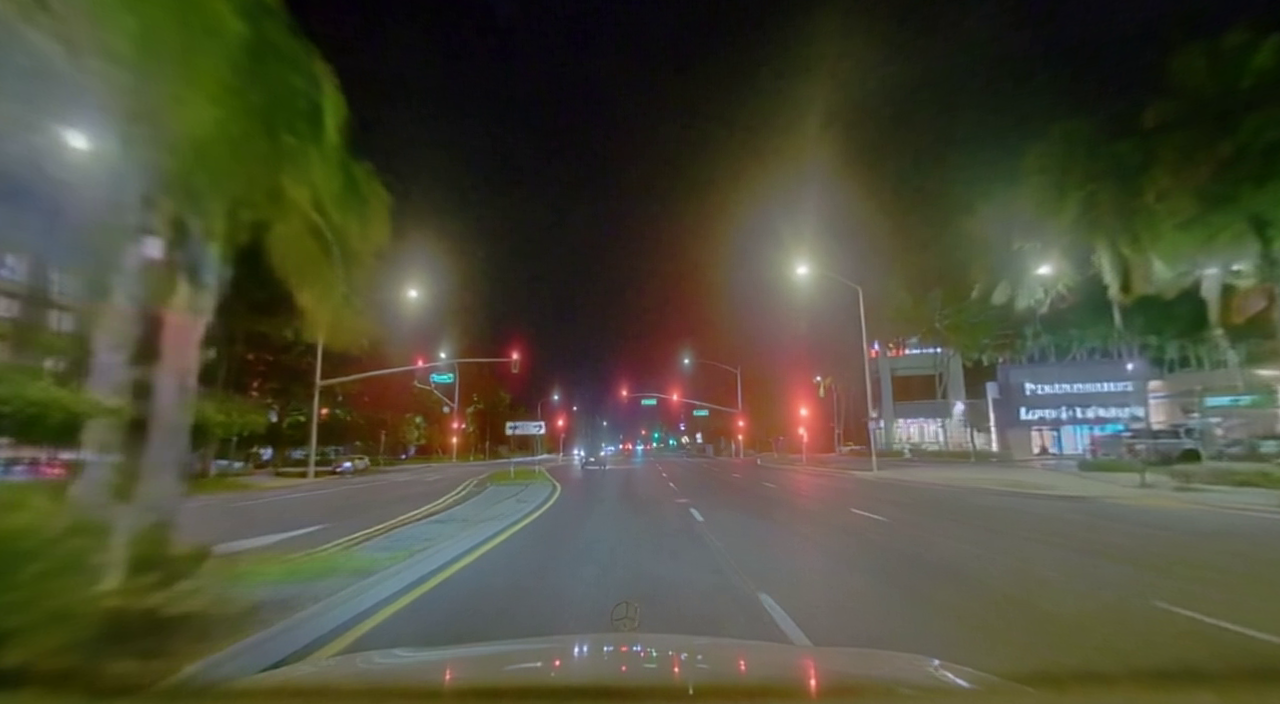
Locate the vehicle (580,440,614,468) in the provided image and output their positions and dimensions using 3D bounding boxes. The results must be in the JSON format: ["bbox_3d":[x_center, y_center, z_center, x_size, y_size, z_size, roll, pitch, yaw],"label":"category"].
[{"bbox_3d":[-2.692,6.343,39.305,1.990,1.639,3.885,0,-9,-5],"label":"vehicle"}]

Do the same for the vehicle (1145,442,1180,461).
[{"bbox_3d":[41.417,7.887,49.999,1.821,1.442,3.914,-8,-11,41],"label":"vehicle"}]
